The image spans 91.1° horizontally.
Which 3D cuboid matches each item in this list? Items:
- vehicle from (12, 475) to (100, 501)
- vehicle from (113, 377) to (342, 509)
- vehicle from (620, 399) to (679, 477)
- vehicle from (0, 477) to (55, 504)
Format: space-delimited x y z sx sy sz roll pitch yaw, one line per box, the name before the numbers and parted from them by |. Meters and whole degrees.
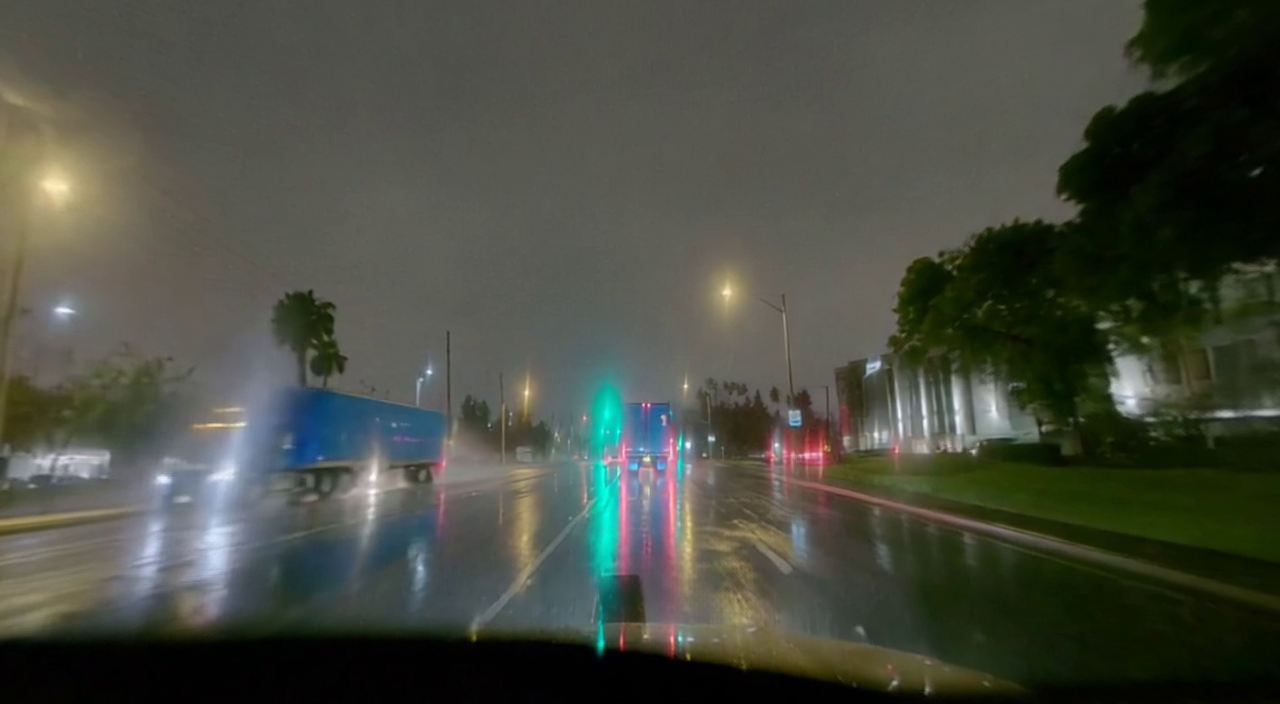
vehicle | -35.537 8.300 38.279 3.601 1.427 1.646 1 -9 -2
vehicle | -14.283 3.317 22.796 3.008 3.997 7.313 0 -9 2
vehicle | 0.306 5.306 38.039 2.992 3.949 11.815 0 -9 -2
vehicle | -35.621 7.828 35.437 3.477 1.395 1.617 -1 -10 -1
